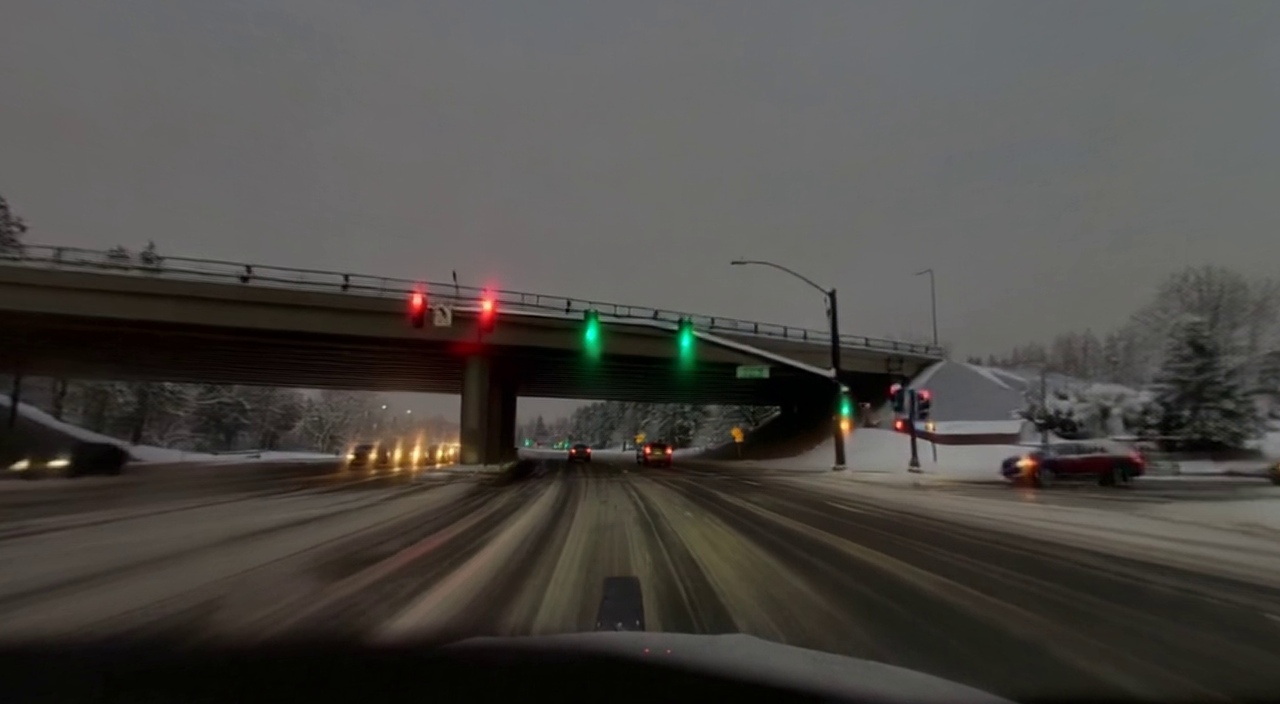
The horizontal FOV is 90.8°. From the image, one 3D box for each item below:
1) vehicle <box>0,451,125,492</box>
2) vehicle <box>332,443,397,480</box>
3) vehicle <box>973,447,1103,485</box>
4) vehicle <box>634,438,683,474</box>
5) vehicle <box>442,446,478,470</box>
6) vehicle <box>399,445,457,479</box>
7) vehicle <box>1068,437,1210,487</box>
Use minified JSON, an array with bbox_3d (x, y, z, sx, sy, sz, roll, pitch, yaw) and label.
[{"bbox_3d":[-25.195,5.103,27.386,2.020,1.515,4.808,1,-8,-6],"label":"vehicle"},{"bbox_3d":[-14.018,5.546,32.437,1.989,1.619,4.612,1,-7,-10],"label":"vehicle"},{"bbox_3d":[16.262,4.622,25.857,4.490,1.430,1.996,3,-9,-19],"label":"vehicle"},{"bbox_3d":[0.907,5.441,33.245,2.024,1.724,3.928,1,-9,-7],"label":"vehicle"},{"bbox_3d":[-11.998,7.071,42.326,1.722,1.519,3.826,1,-9,-8],"label":"vehicle"},{"bbox_3d":[-11.130,5.766,33.480,1.961,1.492,4.479,0,-7,-6],"label":"vehicle"},{"bbox_3d":[17.456,3.813,22.136,4.154,1.603,1.834,3,-9,-19],"label":"vehicle"}]
